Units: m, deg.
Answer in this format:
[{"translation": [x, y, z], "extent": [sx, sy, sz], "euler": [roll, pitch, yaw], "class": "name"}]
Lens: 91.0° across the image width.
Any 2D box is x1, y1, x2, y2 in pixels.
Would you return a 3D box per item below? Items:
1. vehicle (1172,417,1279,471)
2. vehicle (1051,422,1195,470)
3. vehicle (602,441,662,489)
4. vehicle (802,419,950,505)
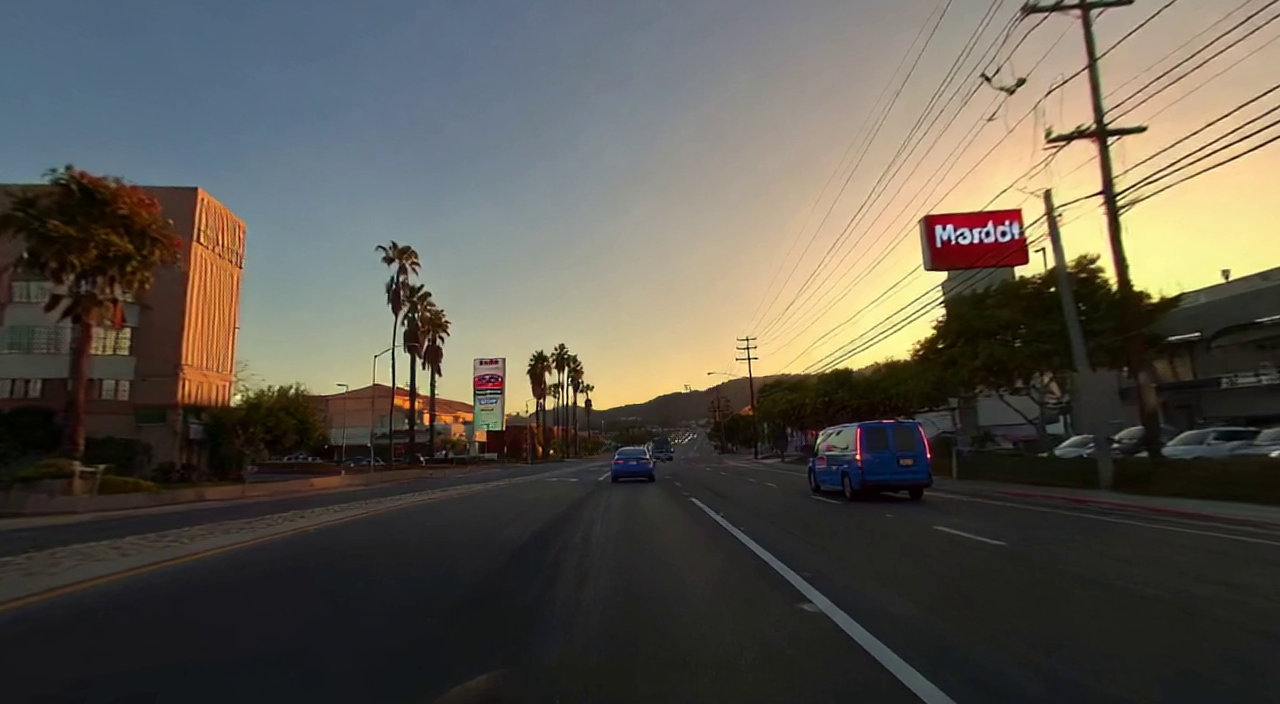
[{"translation": [20.378, 2.989, 20.486], "extent": [4.228, 1.654, 1.996], "euler": [0, -9, -1], "class": "vehicle"}, {"translation": [19.810, 3.871, 25.999], "extent": [4.084, 1.567, 1.967], "euler": [-5, -9, 5], "class": "vehicle"}, {"translation": [-0.263, 4.399, 24.789], "extent": [2.138, 1.672, 4.168], "euler": [0, -9, 0], "class": "vehicle"}, {"translation": [5.926, 2.832, 16.516], "extent": [2.107, 1.928, 4.471], "euler": [0, -9, 0], "class": "vehicle"}]
